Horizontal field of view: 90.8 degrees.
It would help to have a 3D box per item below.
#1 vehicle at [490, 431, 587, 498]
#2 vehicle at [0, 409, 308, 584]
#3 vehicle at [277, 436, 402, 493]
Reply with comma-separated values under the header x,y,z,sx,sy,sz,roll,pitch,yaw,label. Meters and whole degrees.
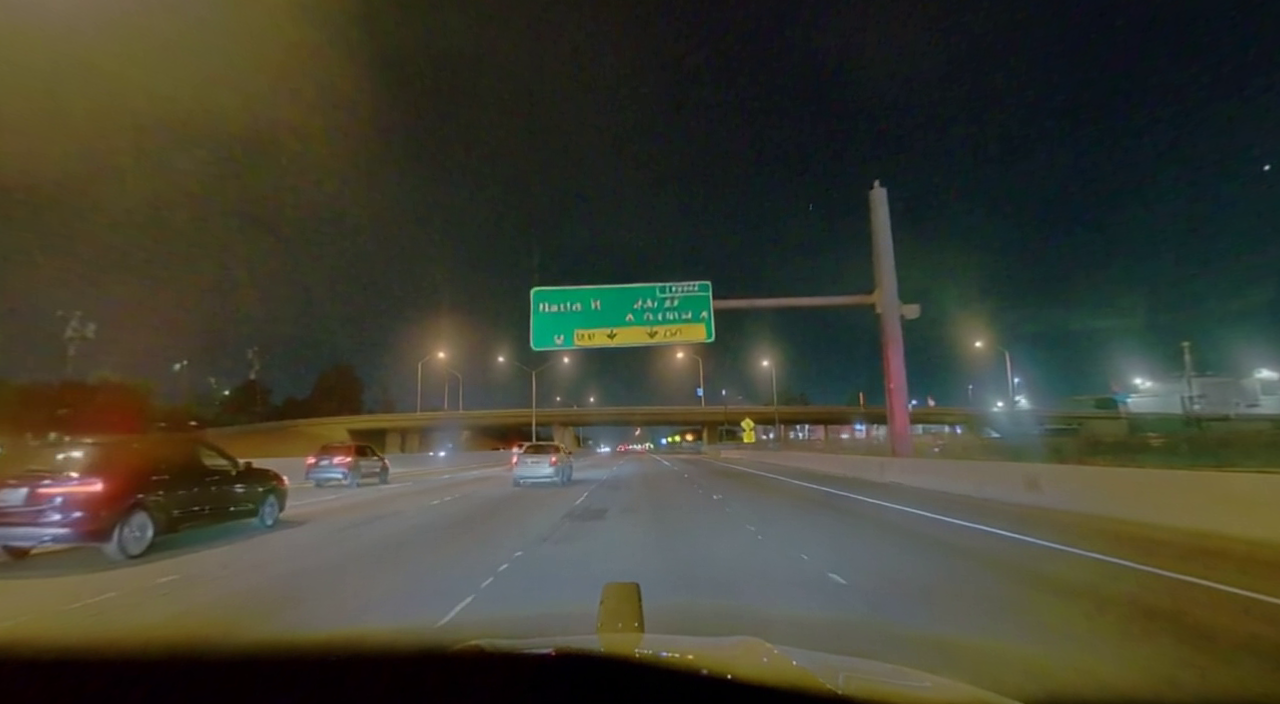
x,y,z,sx,sy,sz,roll,pitch,yaw,label
-2.798,3.221,18.426,2.027,1.697,4.307,0,-8,1,vehicle
-6.993,1.826,8.866,2.015,1.762,4.790,0,-8,0,vehicle
-10.260,3.849,22.059,1.969,1.759,4.758,0,-8,0,vehicle
